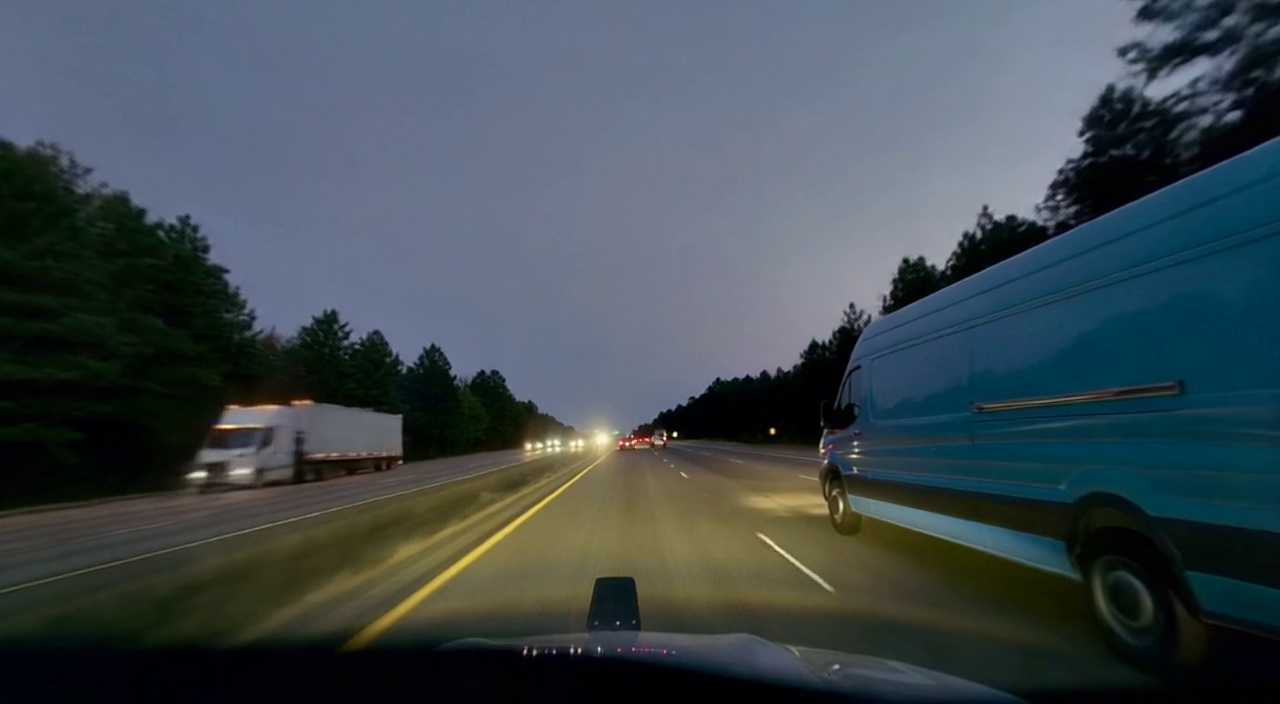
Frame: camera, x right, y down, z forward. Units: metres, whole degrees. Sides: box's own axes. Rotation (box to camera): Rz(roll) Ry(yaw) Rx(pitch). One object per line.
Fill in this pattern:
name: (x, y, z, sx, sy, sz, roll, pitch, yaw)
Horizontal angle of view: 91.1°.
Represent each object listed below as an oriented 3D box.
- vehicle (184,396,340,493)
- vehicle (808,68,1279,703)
vehicle: (-17.768, 4.417, 30.368, 2.944, 4.102, 7.266, 0, -8, -1)
vehicle: (3.630, 0.545, 5.005, 2.416, 2.595, 7.243, 0, -8, -1)
